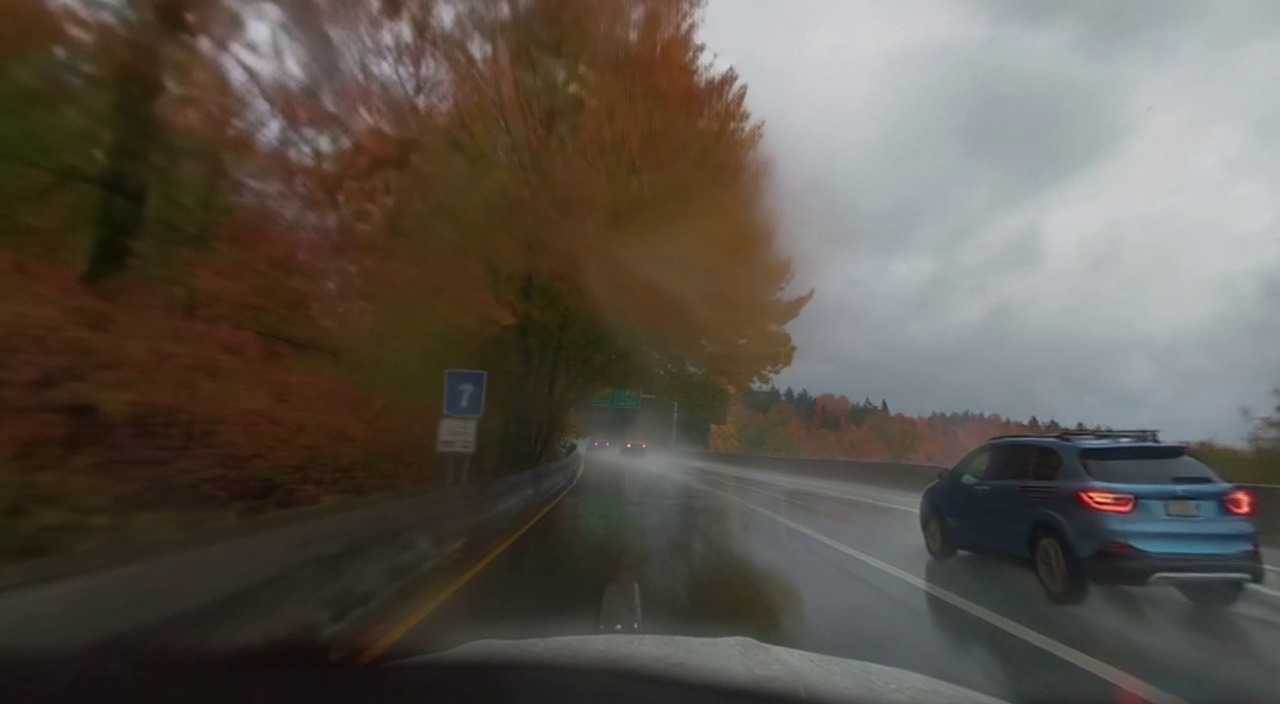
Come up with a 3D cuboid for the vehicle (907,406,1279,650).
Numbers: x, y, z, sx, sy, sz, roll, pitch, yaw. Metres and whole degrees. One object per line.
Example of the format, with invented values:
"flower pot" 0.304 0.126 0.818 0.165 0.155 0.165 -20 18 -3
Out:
"vehicle" 4.520 1.430 6.084 1.952 1.536 4.036 0 -9 -1
